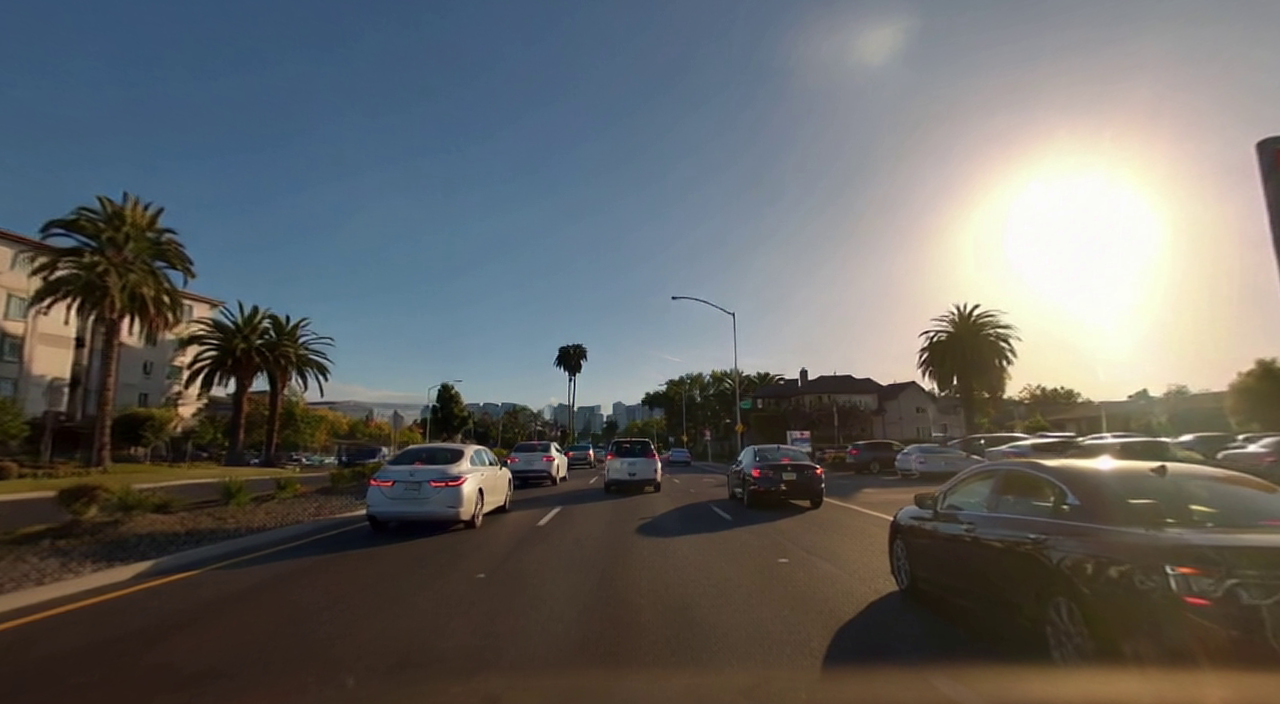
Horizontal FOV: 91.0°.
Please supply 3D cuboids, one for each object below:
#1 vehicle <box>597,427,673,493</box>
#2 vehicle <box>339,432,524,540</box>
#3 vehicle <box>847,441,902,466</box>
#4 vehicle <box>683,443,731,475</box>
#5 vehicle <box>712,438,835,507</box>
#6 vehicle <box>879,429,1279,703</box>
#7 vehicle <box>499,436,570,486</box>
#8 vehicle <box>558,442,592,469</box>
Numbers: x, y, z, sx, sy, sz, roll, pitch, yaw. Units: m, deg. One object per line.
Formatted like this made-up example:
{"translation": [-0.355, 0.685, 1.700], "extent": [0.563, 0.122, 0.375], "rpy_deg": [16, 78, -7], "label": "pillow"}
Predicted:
{"translation": [-0.145, 3.384, 20.056], "extent": [2.164, 1.867, 4.254], "rpy_deg": [0, -8, 0], "label": "vehicle"}
{"translation": [-3.334, 2.201, 11.032], "extent": [1.864, 1.505, 4.202], "rpy_deg": [0, -8, -1], "label": "vehicle"}
{"translation": [13.788, 5.980, 37.279], "extent": [1.833, 1.392, 3.588], "rpy_deg": [0, -8, -1], "label": "vehicle"}
{"translation": [3.367, 5.432, 32.226], "extent": [1.880, 1.476, 3.932], "rpy_deg": [0, -8, -2], "label": "vehicle"}
{"translation": [3.147, 2.942, 15.911], "extent": [1.977, 1.480, 4.589], "rpy_deg": [0, -8, -2], "label": "vehicle"}
{"translation": [3.612, 1.357, 4.697], "extent": [1.867, 1.448, 4.436], "rpy_deg": [0, -8, 0], "label": "vehicle"}
{"translation": [-3.859, 4.056, 23.799], "extent": [1.932, 1.695, 4.235], "rpy_deg": [0, -8, 0], "label": "vehicle"}
{"translation": [-4.127, 6.614, 40.454], "extent": [1.871, 1.673, 3.920], "rpy_deg": [0, -8, -1], "label": "vehicle"}
